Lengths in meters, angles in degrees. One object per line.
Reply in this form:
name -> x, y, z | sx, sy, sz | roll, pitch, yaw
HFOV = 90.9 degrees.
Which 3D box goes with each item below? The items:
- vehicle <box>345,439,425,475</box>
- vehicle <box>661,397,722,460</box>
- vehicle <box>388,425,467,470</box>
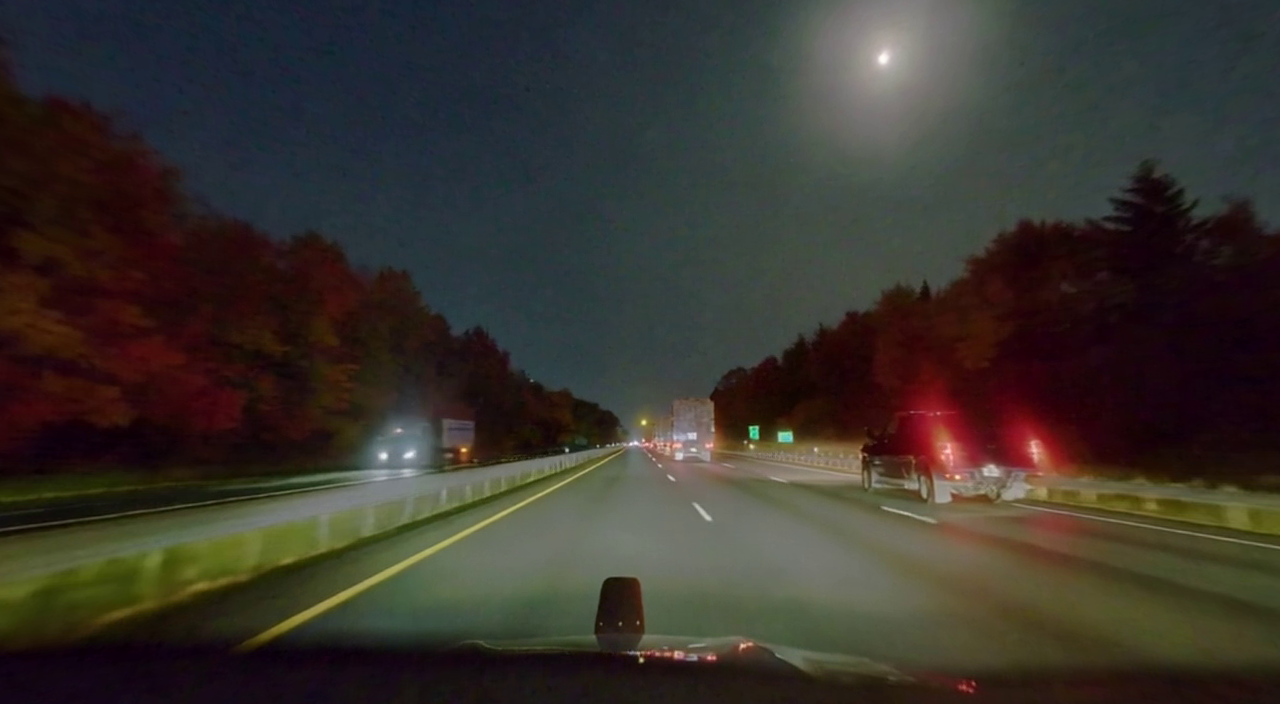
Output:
vehicle -> -13.452, 5.554, 33.638 | 2.007, 1.714, 5.291 | 0, -8, 1
vehicle -> 3.578, 6.022, 48.307 | 3.357, 4.101, 14.659 | 0, -8, 0
vehicle -> -13.513, 6.135, 40.707 | 2.497, 2.625, 7.038 | 0, -8, 1
